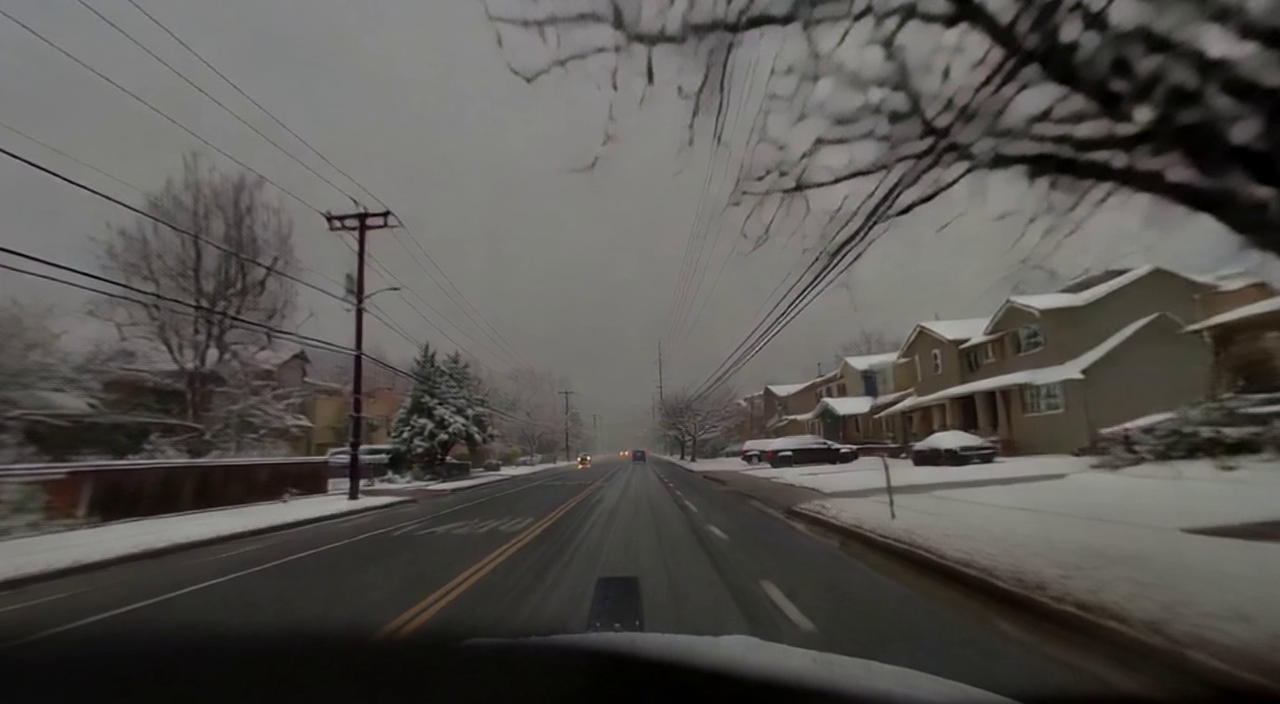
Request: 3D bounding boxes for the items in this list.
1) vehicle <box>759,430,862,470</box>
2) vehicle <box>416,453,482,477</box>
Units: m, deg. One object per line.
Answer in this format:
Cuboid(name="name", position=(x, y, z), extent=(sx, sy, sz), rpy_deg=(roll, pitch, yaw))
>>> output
Cuboid(name="vehicle", position=(8.872, 5.141, 33.193), extent=(4.747, 1.942, 2.158), rpy_deg=(-1, -9, 0))
Cuboid(name="vehicle", position=(-14.919, 8.844, 49.548), extent=(4.501, 1.689, 2.106), rpy_deg=(-1, -9, 1))
